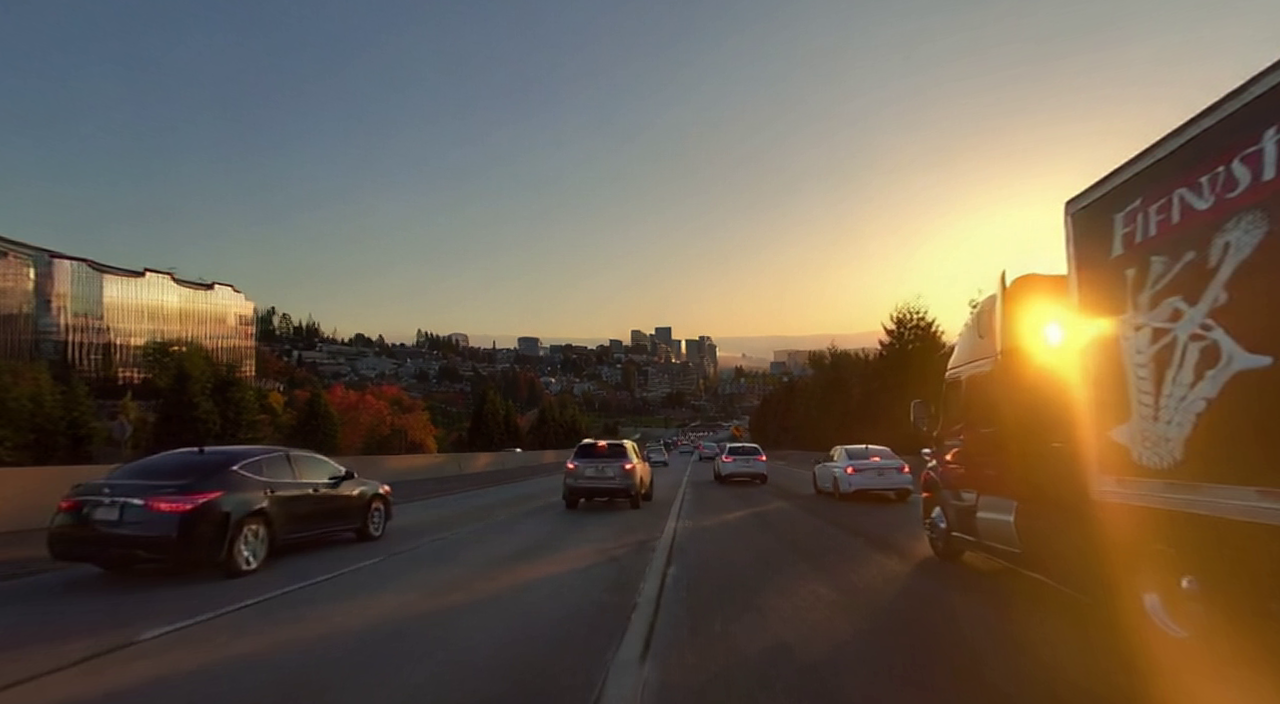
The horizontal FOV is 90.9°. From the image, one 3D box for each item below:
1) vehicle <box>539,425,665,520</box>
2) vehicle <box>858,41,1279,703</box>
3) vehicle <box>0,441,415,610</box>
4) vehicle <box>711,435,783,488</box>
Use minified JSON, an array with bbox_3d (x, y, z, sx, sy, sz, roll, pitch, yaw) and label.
[{"bbox_3d":[-0.655,2.680,14.611,2.153,1.805,4.631,-1,-8,6],"label":"vehicle"},{"bbox_3d":[4.663,0.543,5.309,2.987,3.212,9.311,-1,-8,5],"label":"vehicle"},{"bbox_3d":[-5.020,1.891,8.091,1.965,1.443,4.968,-1,-8,7],"label":"vehicle"},{"bbox_3d":[3.754,3.922,22.873,2.156,1.701,4.494,-1,-8,5],"label":"vehicle"}]
